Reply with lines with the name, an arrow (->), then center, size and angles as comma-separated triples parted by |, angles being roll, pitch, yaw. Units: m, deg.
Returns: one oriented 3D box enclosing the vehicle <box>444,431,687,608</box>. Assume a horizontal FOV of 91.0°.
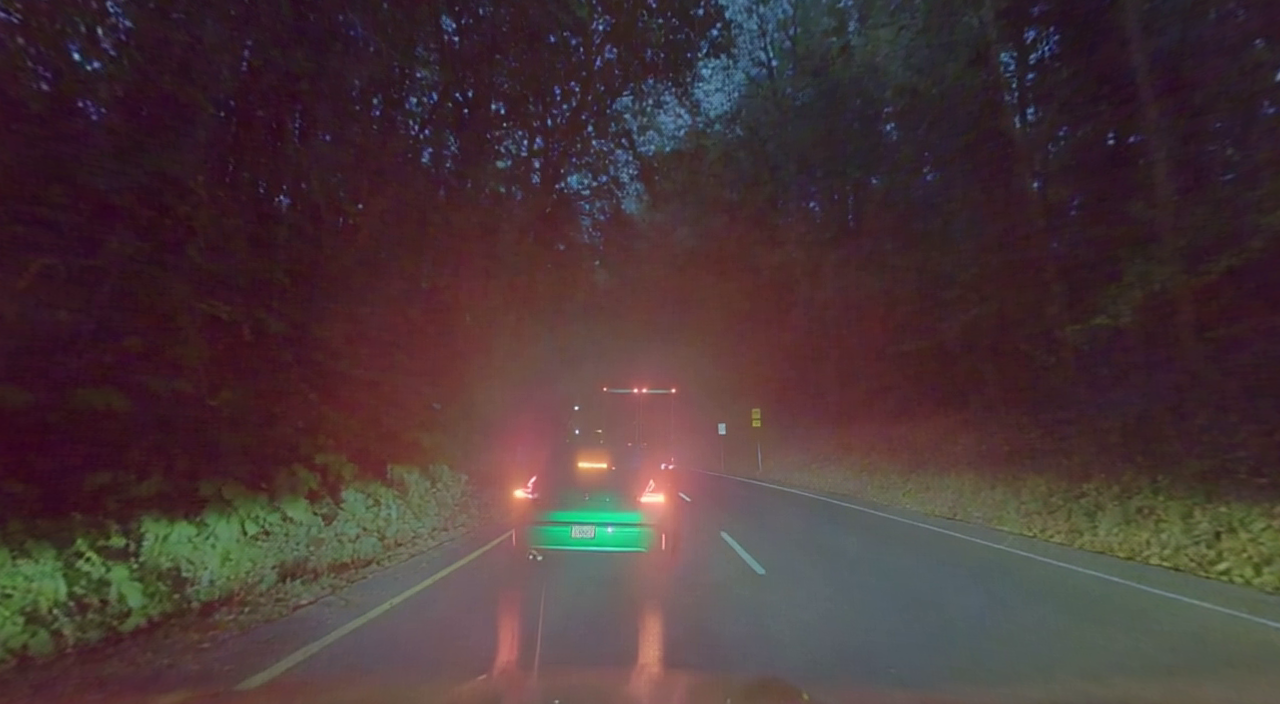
vehicle -> -0.628, 1.749, 7.504 | 2.076, 1.490, 4.078 | 0, -9, 0
